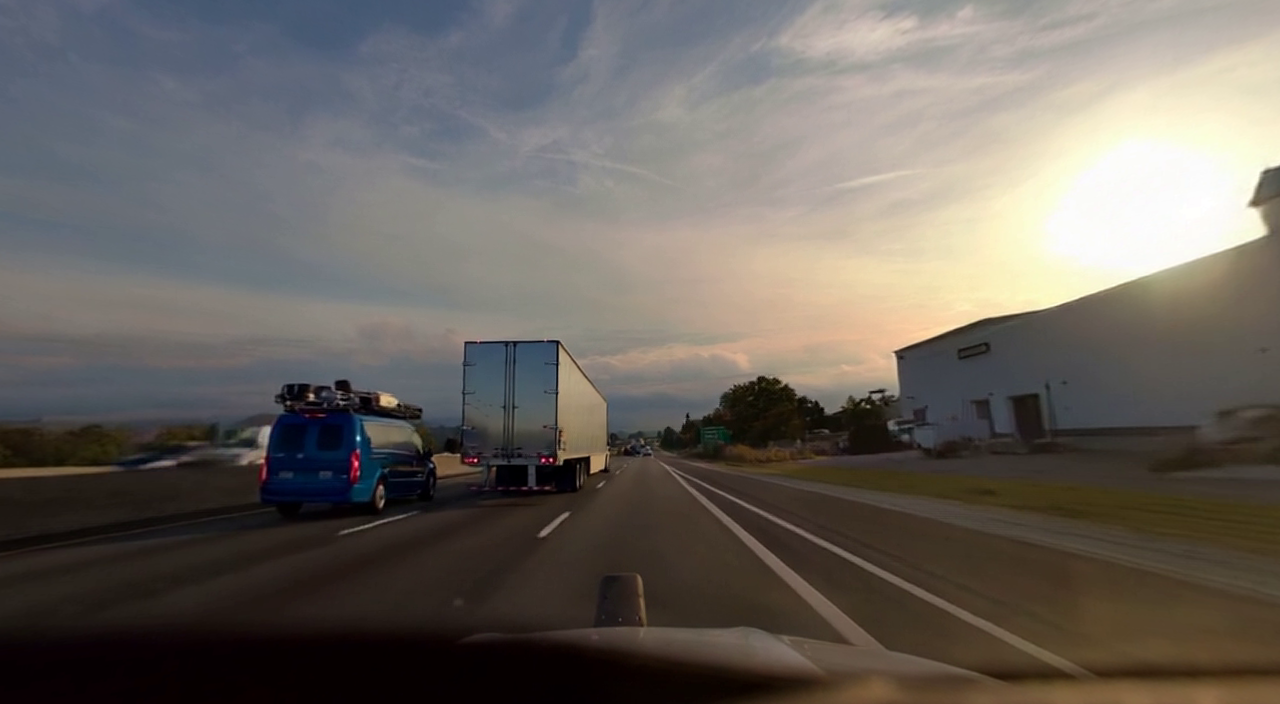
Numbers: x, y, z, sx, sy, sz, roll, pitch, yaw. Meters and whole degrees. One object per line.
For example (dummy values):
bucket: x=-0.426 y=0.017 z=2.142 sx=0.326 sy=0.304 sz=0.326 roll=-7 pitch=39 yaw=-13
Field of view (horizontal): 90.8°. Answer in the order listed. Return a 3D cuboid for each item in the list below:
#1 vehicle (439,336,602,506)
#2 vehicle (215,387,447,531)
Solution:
vehicle: x=-3.393 y=2.897 z=23.651 sx=2.939 sy=4.132 sz=16.303 roll=1 pitch=-9 yaw=0
vehicle: x=-6.721 y=2.441 z=14.905 sx=2.385 sy=2.672 sz=6.049 roll=0 pitch=-9 yaw=0
